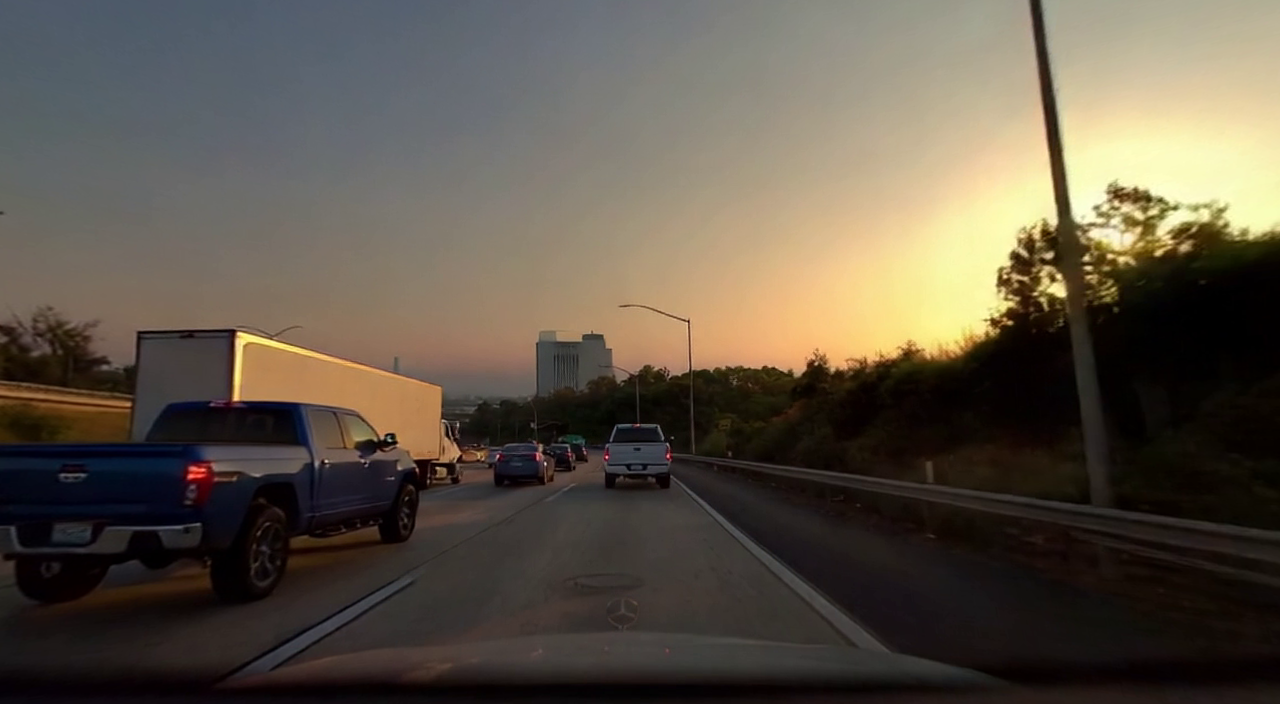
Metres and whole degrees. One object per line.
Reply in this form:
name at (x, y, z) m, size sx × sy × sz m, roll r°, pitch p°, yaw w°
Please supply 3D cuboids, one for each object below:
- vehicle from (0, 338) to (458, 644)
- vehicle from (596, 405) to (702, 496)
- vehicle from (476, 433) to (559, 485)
vehicle at (-4.160, 1.306, 6.973) m, size 2.575 × 1.958 × 5.730 m, roll 0°, pitch -9°, yaw 0°
vehicle at (0.126, 3.295, 21.302) m, size 2.886 × 2.471 × 7.692 m, roll 0°, pitch -9°, yaw -2°
vehicle at (-4.744, 4.224, 25.312) m, size 2.329 × 1.859 × 4.823 m, roll 0°, pitch -9°, yaw 0°
